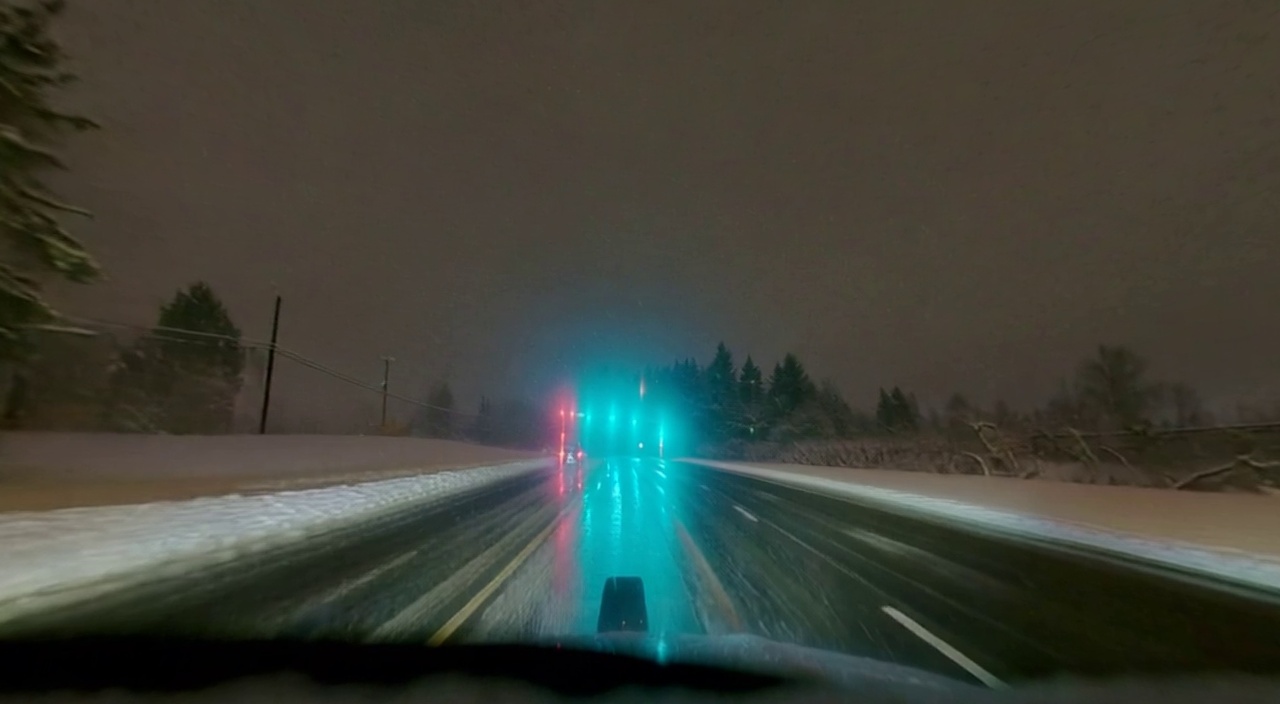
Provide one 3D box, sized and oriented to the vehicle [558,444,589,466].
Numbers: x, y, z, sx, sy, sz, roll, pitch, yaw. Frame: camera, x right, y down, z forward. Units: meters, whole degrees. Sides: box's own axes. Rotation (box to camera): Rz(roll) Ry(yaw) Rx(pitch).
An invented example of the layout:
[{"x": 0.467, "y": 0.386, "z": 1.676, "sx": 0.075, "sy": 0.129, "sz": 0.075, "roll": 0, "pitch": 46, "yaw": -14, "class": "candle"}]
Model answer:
[{"x": -4.738, "y": 7.420, "z": 45.588, "sx": 1.968, "sy": 1.503, "sz": 4.443, "roll": 0, "pitch": -8, "yaw": -3, "class": "vehicle"}]
